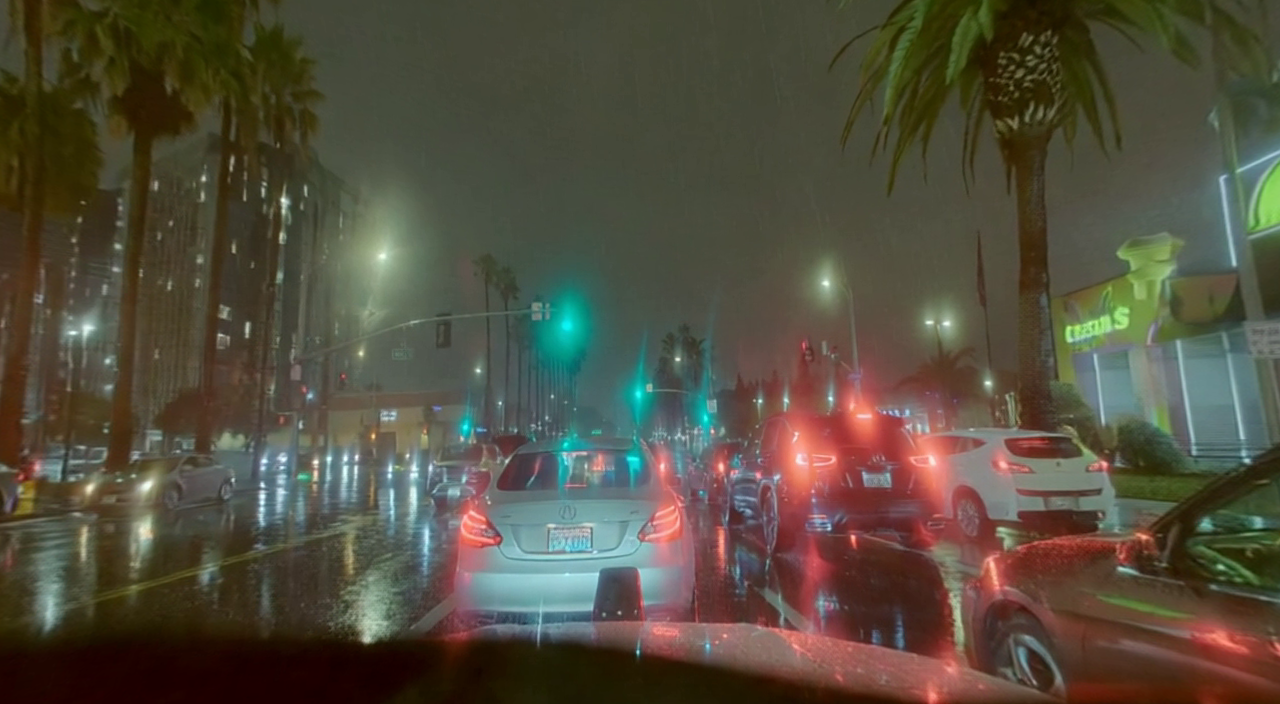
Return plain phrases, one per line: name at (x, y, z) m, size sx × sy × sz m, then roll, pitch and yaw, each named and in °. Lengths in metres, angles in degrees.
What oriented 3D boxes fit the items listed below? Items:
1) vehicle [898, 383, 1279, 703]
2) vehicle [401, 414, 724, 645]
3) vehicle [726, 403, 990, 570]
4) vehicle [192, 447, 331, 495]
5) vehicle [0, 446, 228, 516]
vehicle at (2.615, 0.806, 1.480) m, size 2.085 × 1.469 × 4.458 m, roll 0°, pitch -9°, yaw -1°
vehicle at (-0.518, 1.467, 6.228) m, size 2.096 × 1.492 × 4.071 m, roll 0°, pitch -9°, yaw 0°
vehicle at (2.648, 1.775, 9.076) m, size 2.096 × 1.775 × 4.440 m, roll 0°, pitch -9°, yaw -1°
vehicle at (-12.856, 4.024, 21.879) m, size 1.856 × 1.455 × 4.700 m, roll 0°, pitch -9°, yaw 1°
vehicle at (-12.848, 3.132, 15.927) m, size 1.870 × 1.475 × 4.531 m, roll 0°, pitch -9°, yaw 0°
